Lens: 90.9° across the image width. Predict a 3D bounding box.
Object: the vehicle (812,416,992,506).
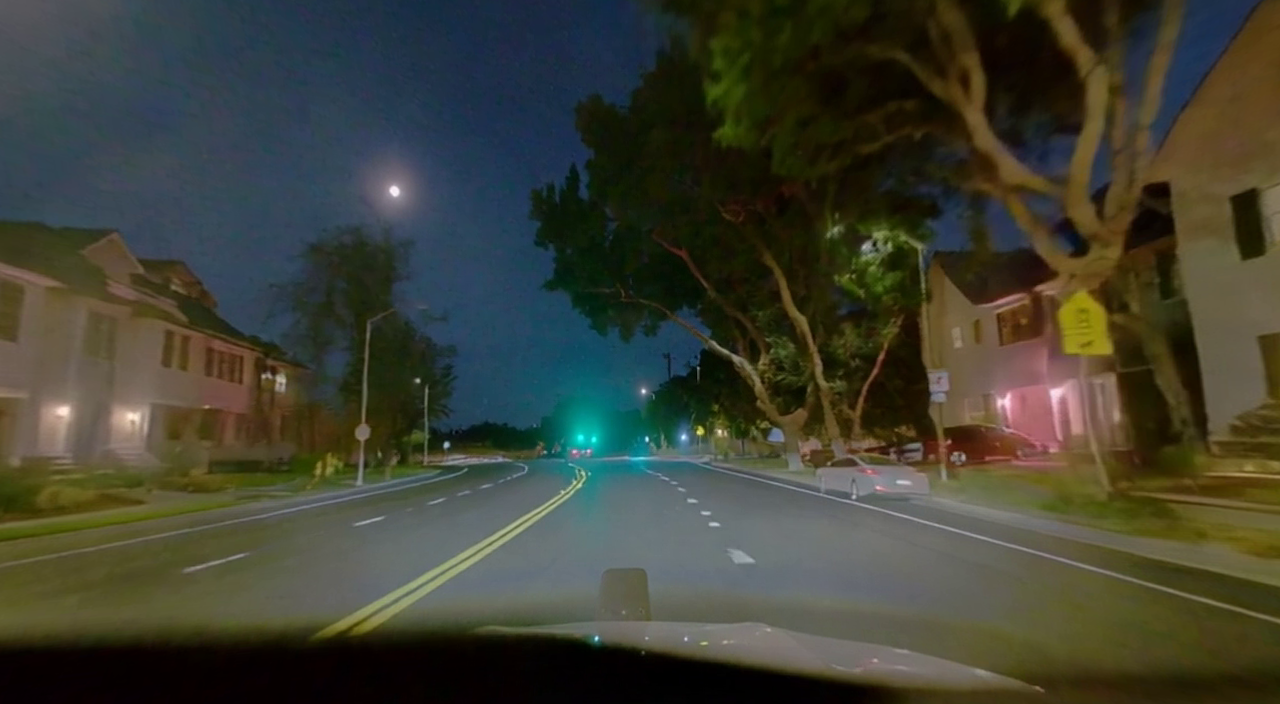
[{"bbox_3d":[6.684,2.885,17.194,2.348,1.986,6.289,0,-8,2],"label":"vehicle"}]
